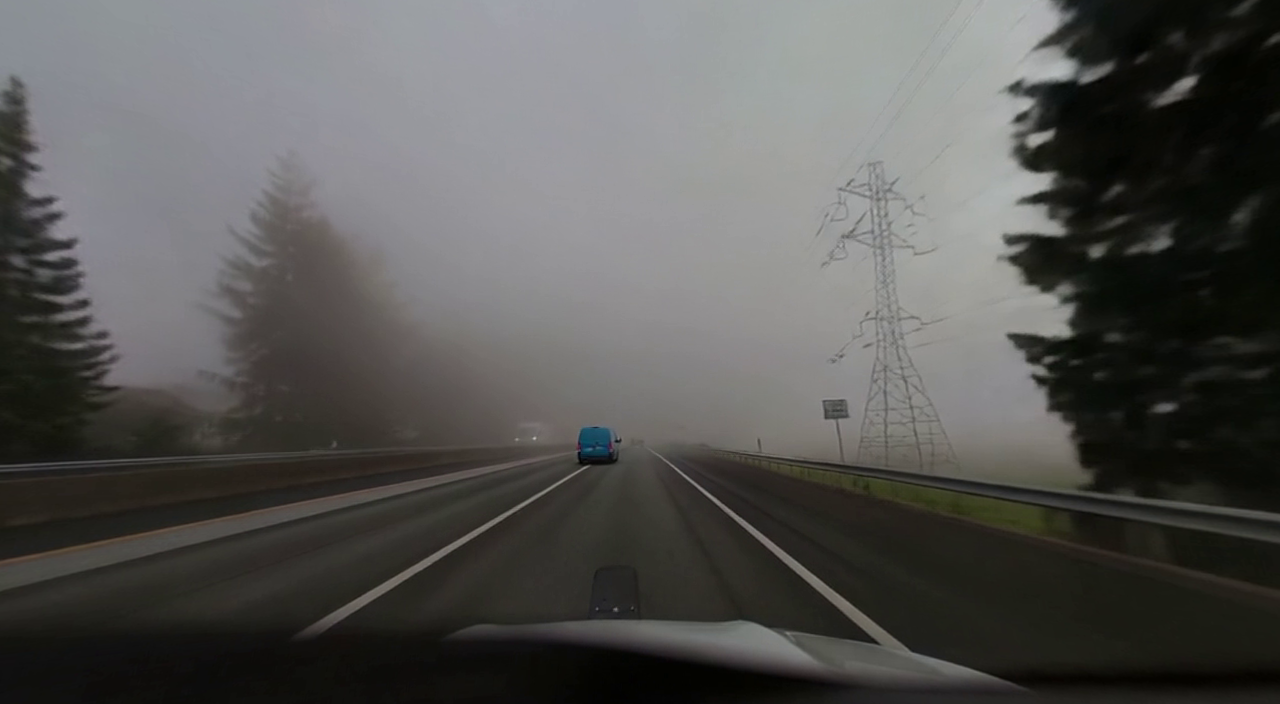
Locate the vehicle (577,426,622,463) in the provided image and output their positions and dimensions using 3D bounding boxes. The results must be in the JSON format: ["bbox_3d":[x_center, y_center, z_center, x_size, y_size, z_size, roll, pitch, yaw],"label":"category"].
[{"bbox_3d":[-2.077,4.912,33.543,2.041,1.856,4.353,0,-8,1],"label":"vehicle"}]
